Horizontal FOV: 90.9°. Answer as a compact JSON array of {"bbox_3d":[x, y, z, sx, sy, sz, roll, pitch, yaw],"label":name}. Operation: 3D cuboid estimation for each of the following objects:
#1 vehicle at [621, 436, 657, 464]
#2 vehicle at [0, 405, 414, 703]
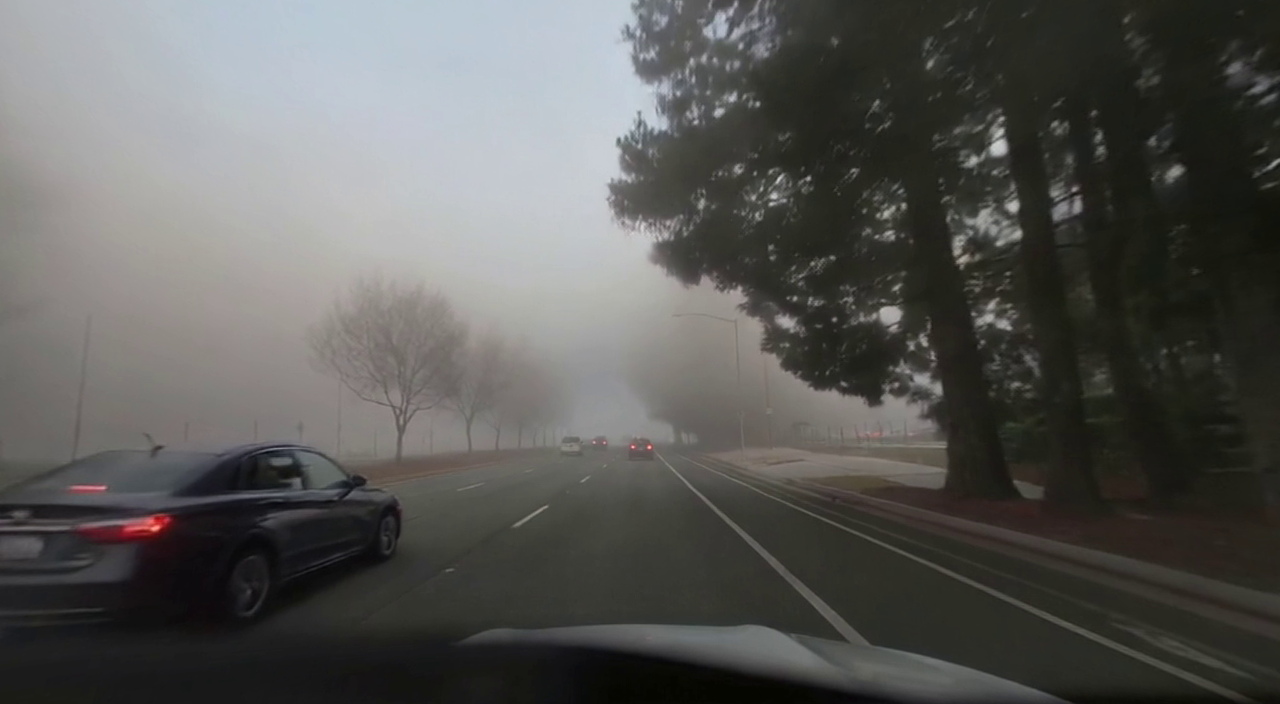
[{"bbox_3d":[-0.059,6.252,40.329,2.199,1.652,4.101,0,-8,0],"label":"vehicle"},{"bbox_3d":[-3.769,1.329,5.187,1.942,1.462,4.905,0,-8,1],"label":"vehicle"}]
